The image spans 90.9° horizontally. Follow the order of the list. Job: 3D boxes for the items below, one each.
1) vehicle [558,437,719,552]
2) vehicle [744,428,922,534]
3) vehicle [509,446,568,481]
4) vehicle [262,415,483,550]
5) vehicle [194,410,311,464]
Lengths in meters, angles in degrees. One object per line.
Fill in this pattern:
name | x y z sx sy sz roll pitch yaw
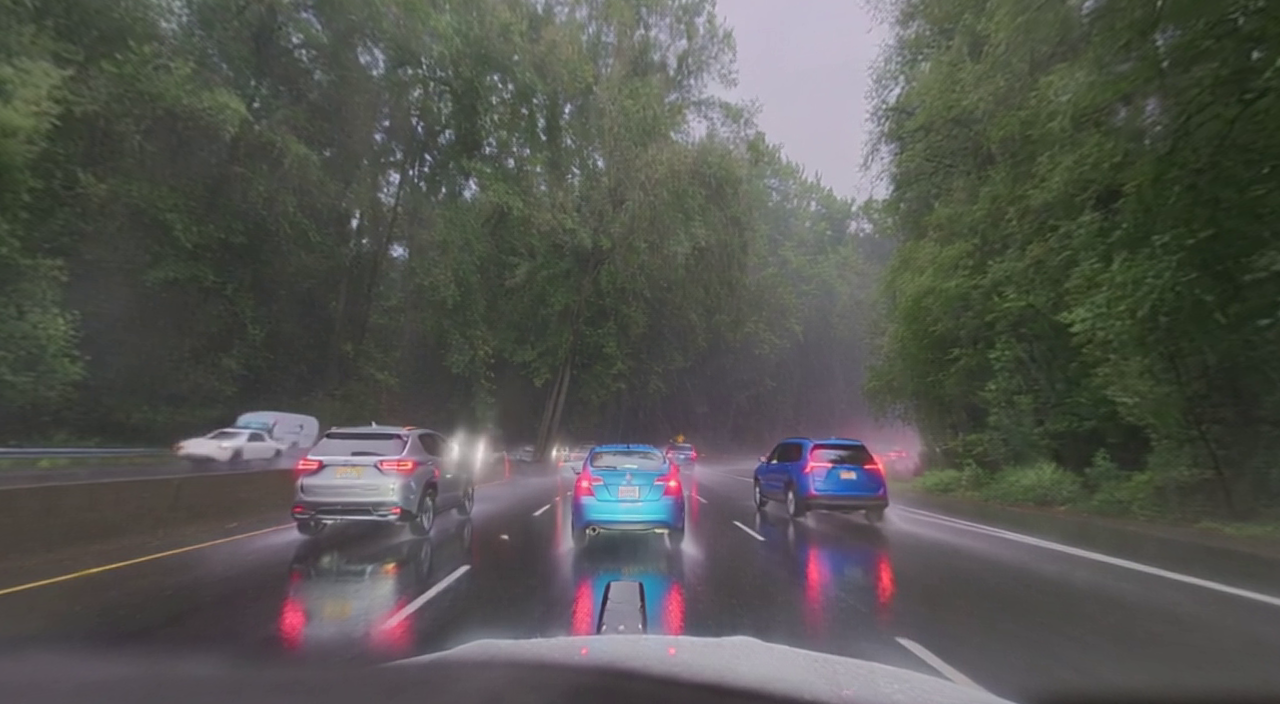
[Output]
vehicle | -0.093 2.201 10.443 2.120 1.478 4.179 0 -9 -2
vehicle | 3.488 2.423 12.378 1.996 1.688 4.207 0 -9 -2
vehicle | -4.557 5.057 28.834 2.122 1.491 3.800 0 -9 -1
vehicle | -3.941 1.989 10.190 1.830 1.703 4.142 0 -9 -1
vehicle | -21.081 4.762 34.790 2.417 2.689 6.486 0 -9 -2
